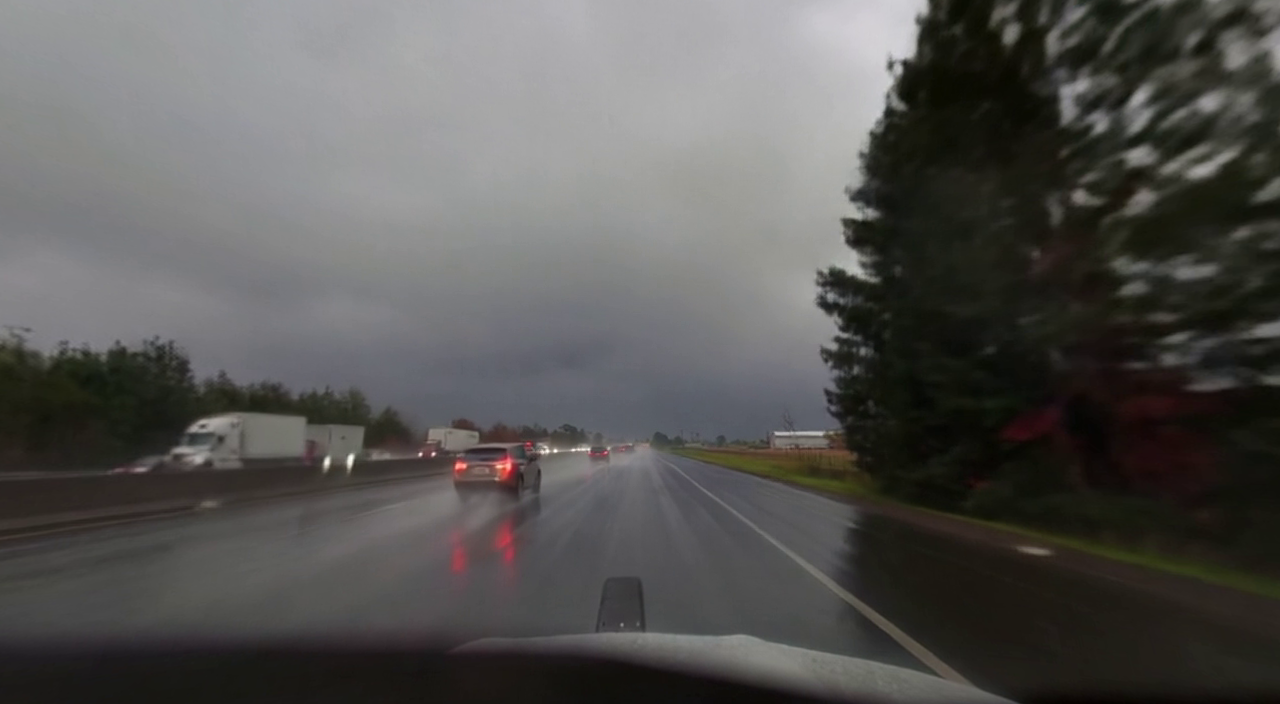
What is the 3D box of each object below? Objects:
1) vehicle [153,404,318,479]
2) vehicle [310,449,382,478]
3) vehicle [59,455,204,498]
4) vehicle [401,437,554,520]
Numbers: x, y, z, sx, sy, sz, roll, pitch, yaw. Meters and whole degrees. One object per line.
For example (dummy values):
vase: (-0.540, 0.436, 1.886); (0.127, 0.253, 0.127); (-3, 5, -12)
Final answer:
vehicle: (-23.415, 5.405, 37.561); (3.037, 3.822, 10.142); (0, -9, 0)
vehicle: (-15.443, 5.839, 33.367); (1.836, 1.395, 4.120); (0, -9, 0)
vehicle: (-19.302, 4.710, 24.275); (1.834, 1.420, 4.528); (0, -9, -1)
vehicle: (-3.280, 2.658, 13.736); (2.110, 1.500, 4.259); (0, -9, 1)
